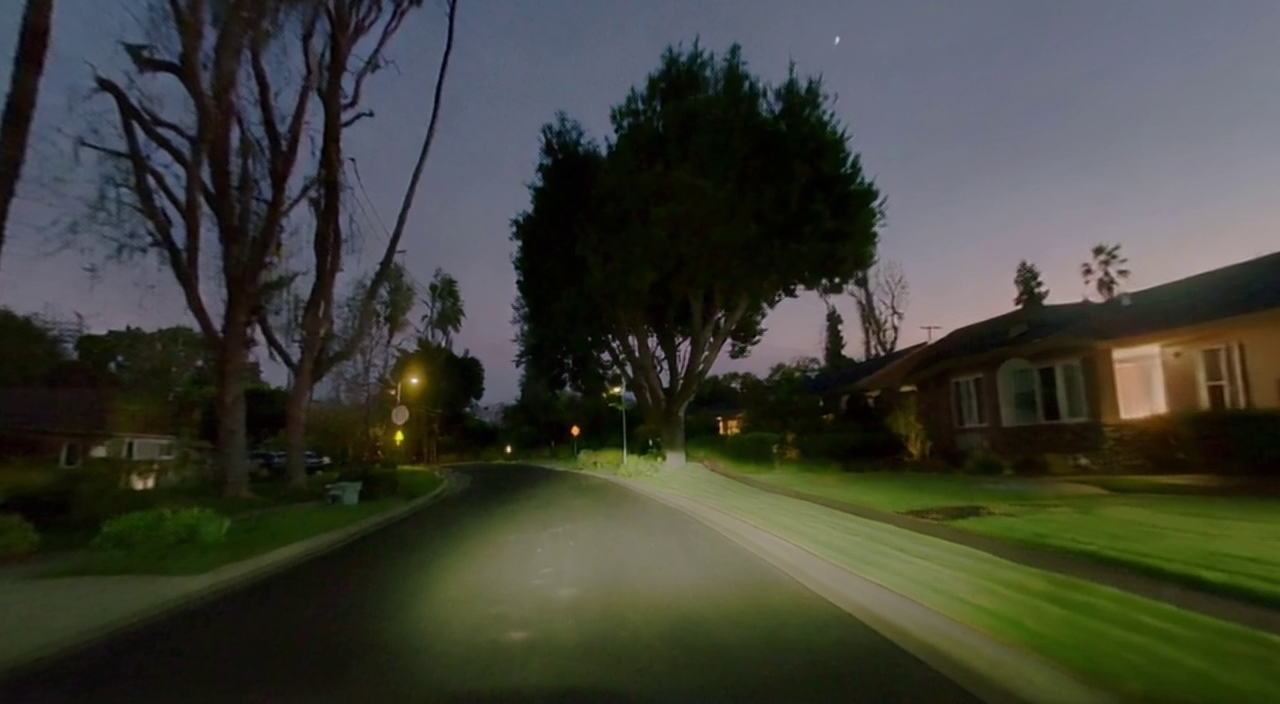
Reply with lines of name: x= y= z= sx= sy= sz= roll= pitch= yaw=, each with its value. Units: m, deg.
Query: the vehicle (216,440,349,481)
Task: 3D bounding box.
vehicle: x=-15.151 y=4.599 z=26.934 sx=4.471 sy=1.638 sz=1.877 roll=1 pitch=-8 yaw=-10
